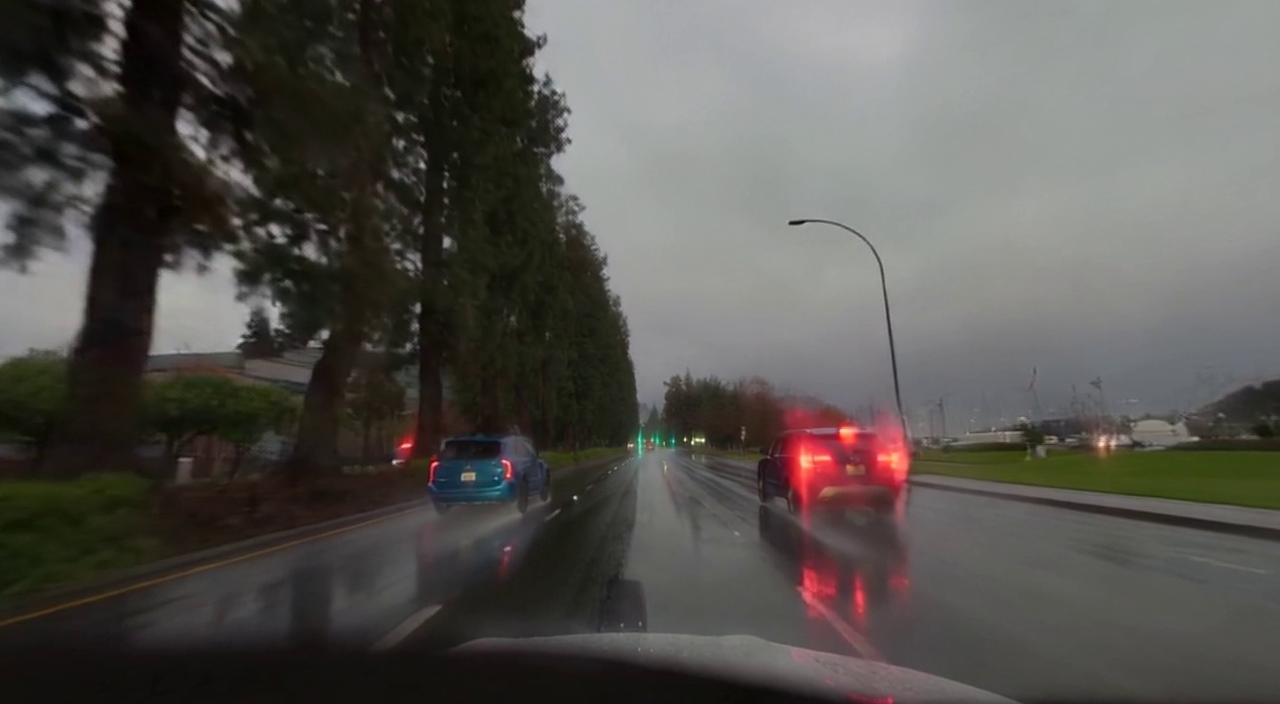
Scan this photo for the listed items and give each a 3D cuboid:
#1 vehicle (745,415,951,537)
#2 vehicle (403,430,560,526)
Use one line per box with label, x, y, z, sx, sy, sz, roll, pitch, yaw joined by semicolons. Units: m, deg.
vehicle;3.472;2.195;11.787;2.087;1.759;5.040;0;-8;-1
vehicle;-3.009;2.496;13.025;2.025;1.635;4.293;0;-8;2
